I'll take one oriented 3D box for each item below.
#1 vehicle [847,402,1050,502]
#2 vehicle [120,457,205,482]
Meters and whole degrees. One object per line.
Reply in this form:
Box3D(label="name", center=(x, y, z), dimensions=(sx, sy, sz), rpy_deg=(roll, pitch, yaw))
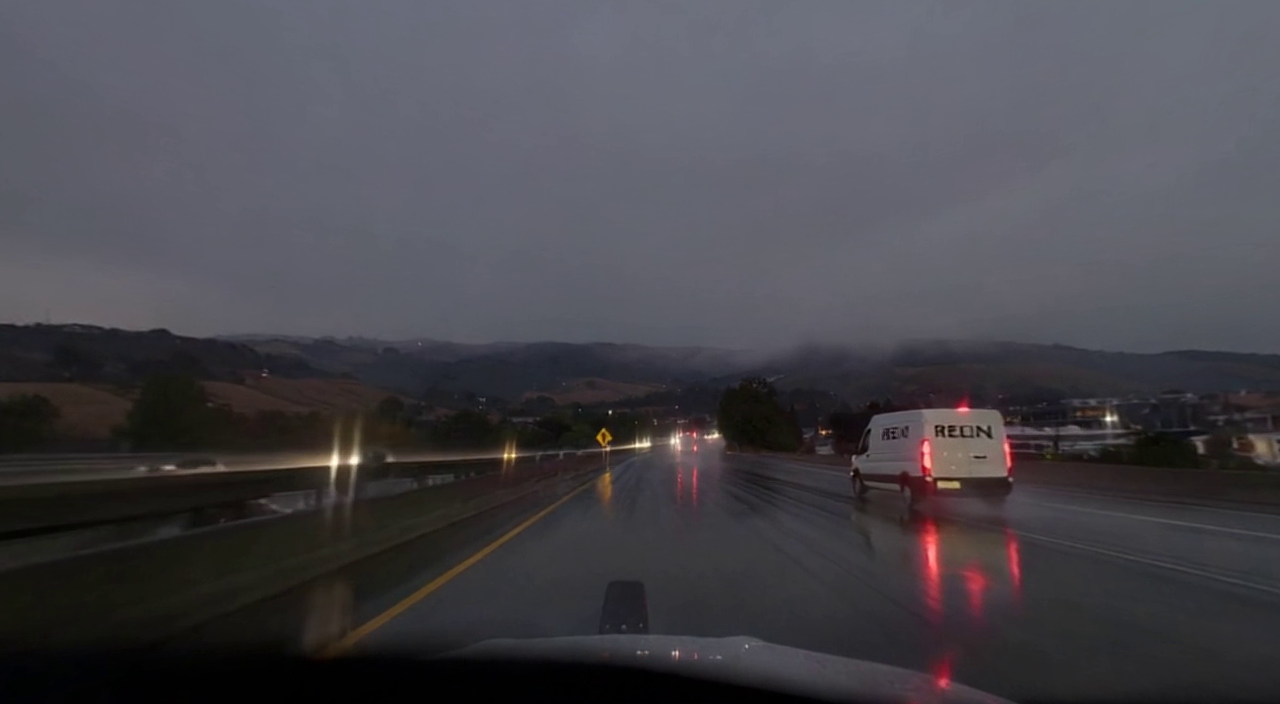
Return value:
Box3D(label="vehicle", center=(7.330, 2.485, 15.927), dimensions=(2.275, 2.059, 5.543), rpy_deg=(0, -8, 0))
Box3D(label="vehicle", center=(-31.959, 7.842, 42.417), dimensions=(1.895, 1.497, 4.794), rpy_deg=(0, -8, 1))
